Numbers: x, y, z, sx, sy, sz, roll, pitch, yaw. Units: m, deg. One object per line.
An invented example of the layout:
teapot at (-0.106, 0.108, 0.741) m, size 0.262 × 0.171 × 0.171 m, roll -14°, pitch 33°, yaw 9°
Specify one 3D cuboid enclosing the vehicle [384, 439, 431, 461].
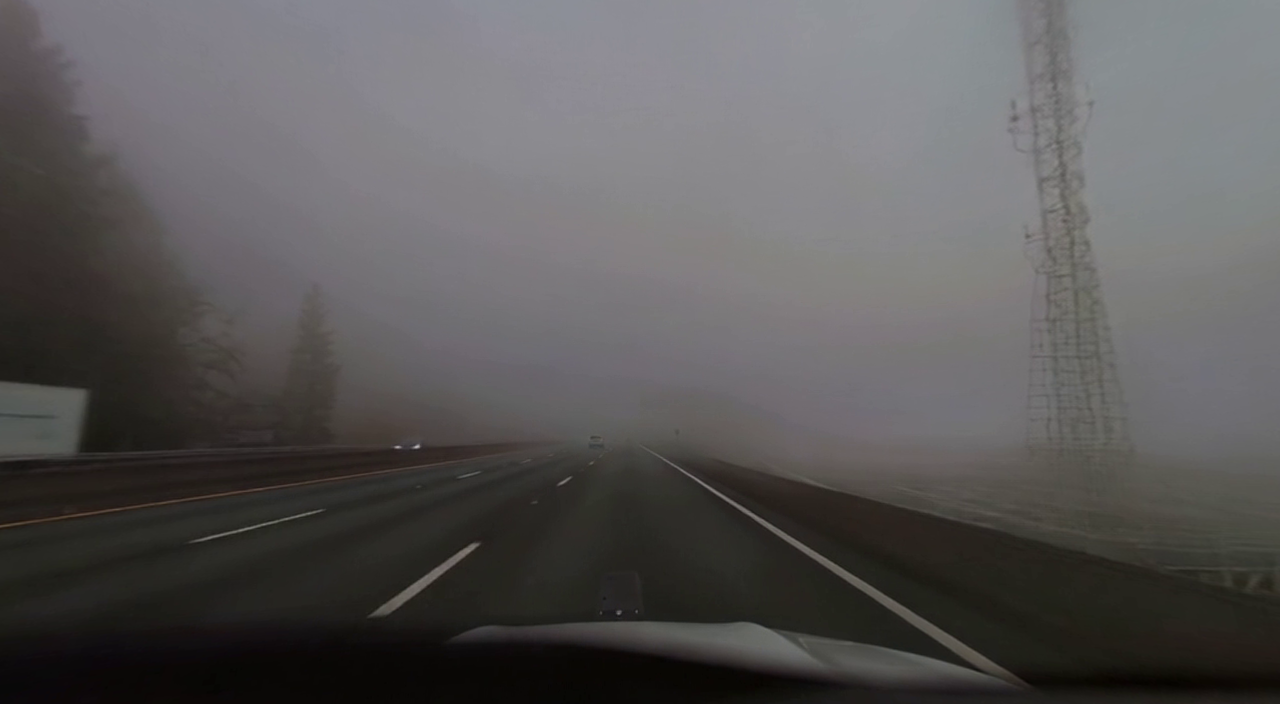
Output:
vehicle at (-16.875, 7.118, 45.807) m, size 1.906 × 1.533 × 4.183 m, roll 0°, pitch -8°, yaw -1°
